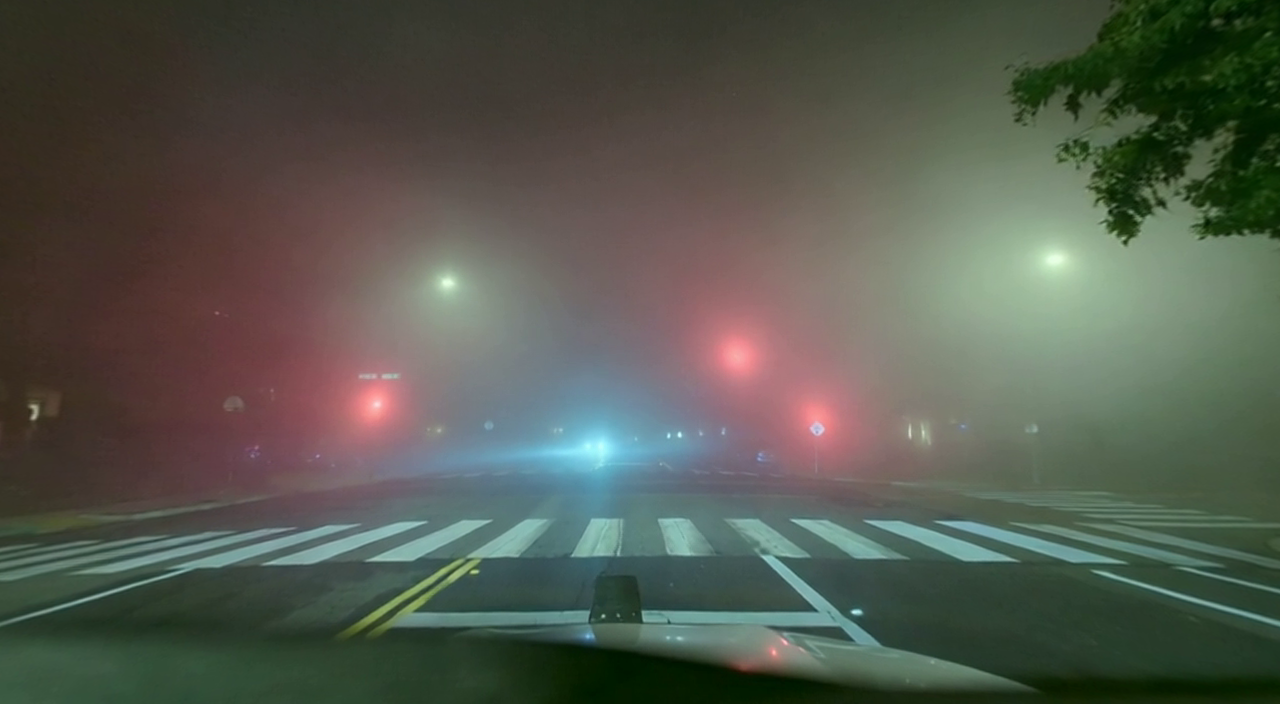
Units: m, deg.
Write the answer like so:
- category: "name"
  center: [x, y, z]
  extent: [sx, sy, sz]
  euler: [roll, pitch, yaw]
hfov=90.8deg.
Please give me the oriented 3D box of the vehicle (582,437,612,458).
- category: "vehicle"
  center: [-3.192, 7.219, 47.932]
  extent: [2.014, 1.499, 3.999]
  euler: [0, -9, 0]

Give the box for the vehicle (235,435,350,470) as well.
- category: "vehicle"
  center: [-17.942, 5.187, 32.796]
  extent: [4.743, 1.734, 1.994]
  euler: [0, -9, 0]

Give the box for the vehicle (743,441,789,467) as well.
- category: "vehicle"
  center: [8.008, 6.539, 40.561]
  extent: [2.029, 1.554, 4.705]
  euler: [0, -9, 1]

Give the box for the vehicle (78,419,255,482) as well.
- category: "vehicle"
  center: [-17.923, 3.762, 24.151]
  extent: [4.800, 2.259, 2.303]
  euler: [0, -9, -1]
